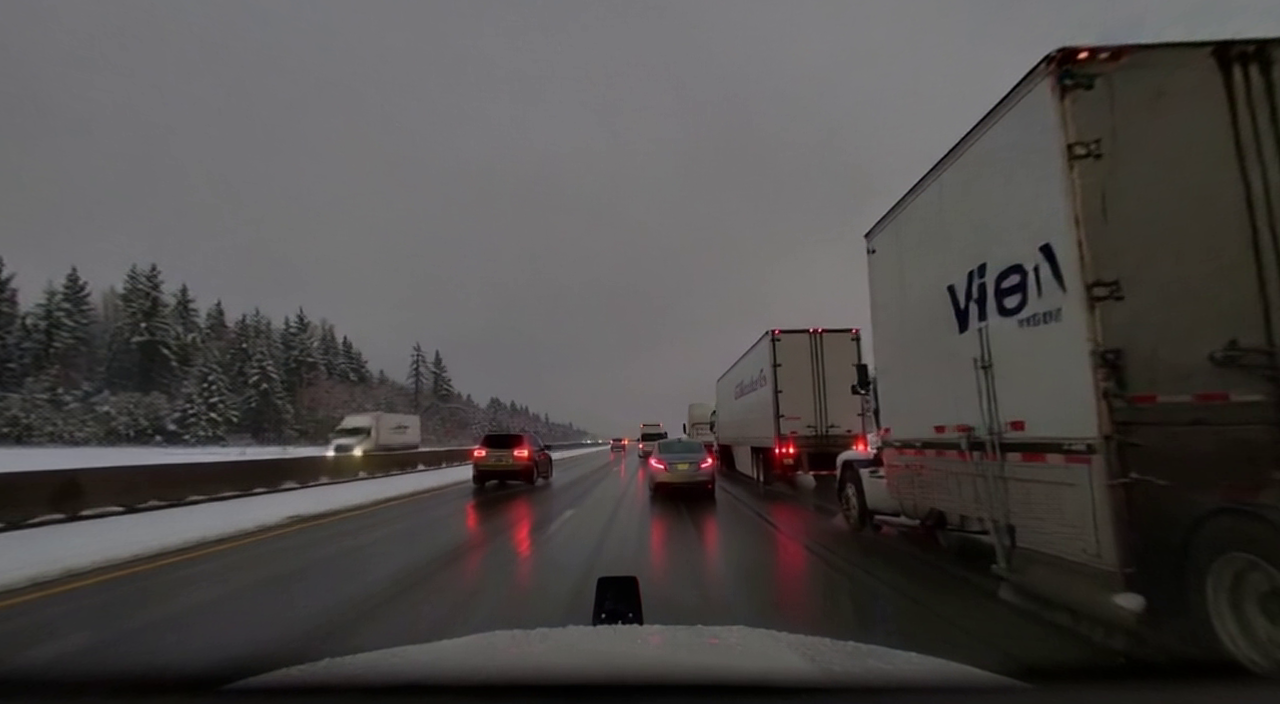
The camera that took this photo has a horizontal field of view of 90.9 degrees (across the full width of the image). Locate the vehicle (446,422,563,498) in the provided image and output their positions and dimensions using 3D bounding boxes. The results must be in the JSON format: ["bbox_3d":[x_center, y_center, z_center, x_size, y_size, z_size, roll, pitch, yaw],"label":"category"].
[{"bbox_3d":[-3.380,2.783,16.736,2.006,1.729,4.447,0,-8,2],"label":"vehicle"}]

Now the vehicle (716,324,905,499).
[{"bbox_3d":[4.824,2.308,21.920,2.883,4.070,14.423,0,-8,1],"label":"vehicle"}]

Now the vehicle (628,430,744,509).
[{"bbox_3d":[0.870,2.515,14.123,2.200,1.495,4.282,0,-8,0],"label":"vehicle"}]

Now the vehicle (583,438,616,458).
[{"bbox_3d":[-3.102,7.505,49.478,2.181,1.538,4.169,0,-8,2],"label":"vehicle"}]

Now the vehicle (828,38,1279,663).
[{"bbox_3d":[4.512,0.261,6.974,2.981,3.988,6.053,0,-8,1],"label":"vehicle"}]

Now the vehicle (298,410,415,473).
[{"bbox_3d":[-14.443,4.638,32.859,2.621,2.896,7.092,0,-8,2],"label":"vehicle"}]
